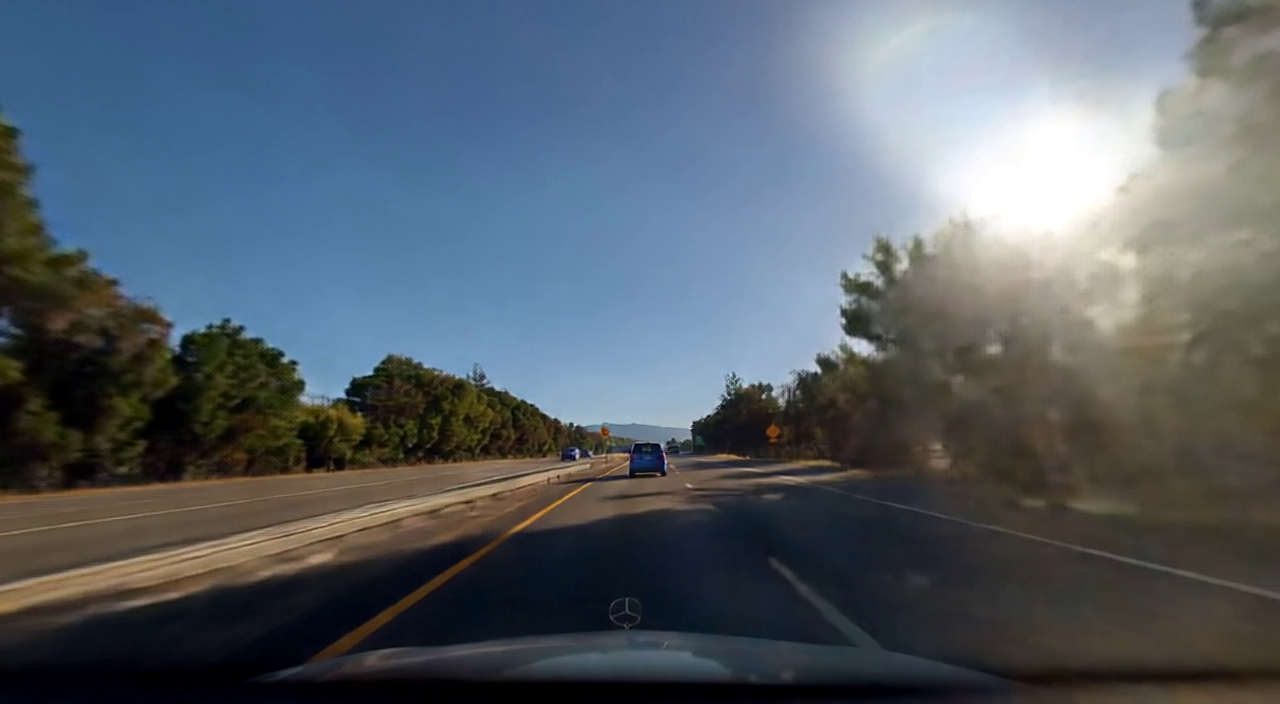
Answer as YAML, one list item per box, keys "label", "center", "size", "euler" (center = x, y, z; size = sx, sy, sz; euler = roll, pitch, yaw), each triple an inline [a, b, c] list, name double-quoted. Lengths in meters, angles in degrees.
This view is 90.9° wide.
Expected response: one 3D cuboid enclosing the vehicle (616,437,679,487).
- label: "vehicle"
  center: [0.271, 4.164, 24.011]
  size: [2.190, 1.706, 4.062]
  euler: [0, -9, 0]
